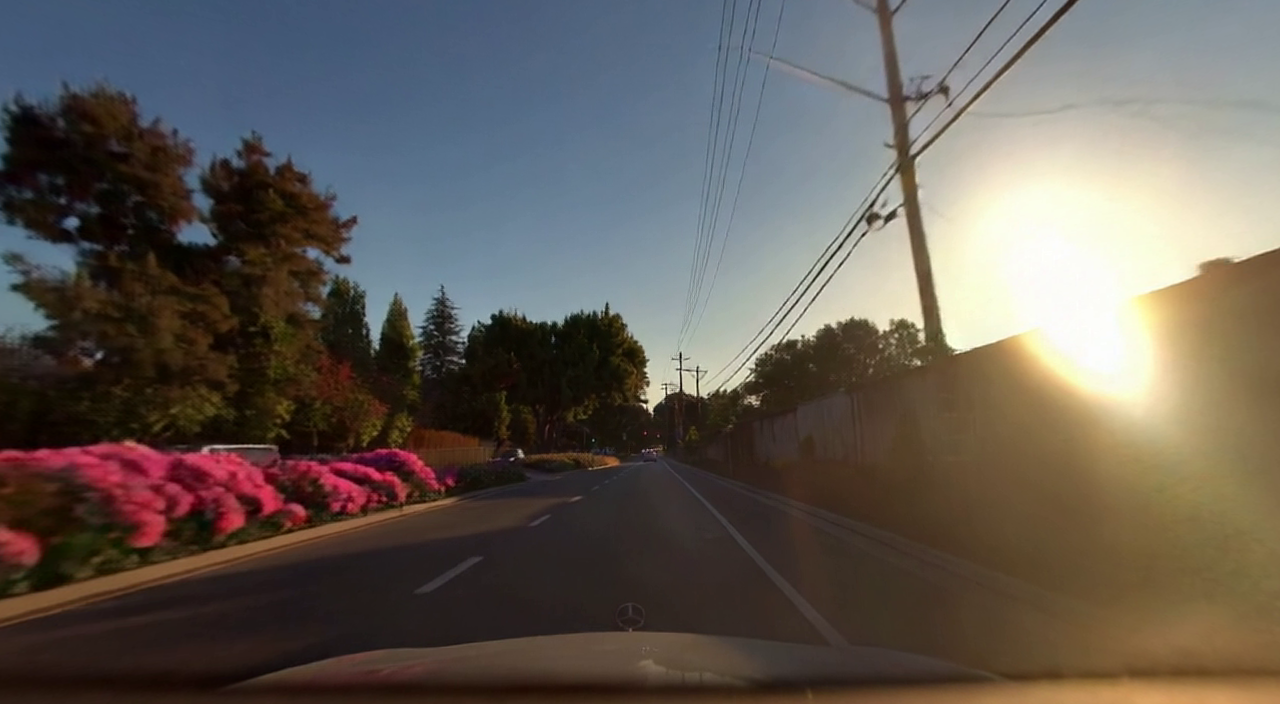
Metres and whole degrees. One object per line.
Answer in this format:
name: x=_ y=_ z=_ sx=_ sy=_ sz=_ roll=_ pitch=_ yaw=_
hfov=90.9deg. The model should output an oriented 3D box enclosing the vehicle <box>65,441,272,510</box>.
vehicle: x=-15.239 y=3.987 z=21.020 sx=2.269 sy=1.943 sz=5.876 roll=0 pitch=-8 yaw=1
